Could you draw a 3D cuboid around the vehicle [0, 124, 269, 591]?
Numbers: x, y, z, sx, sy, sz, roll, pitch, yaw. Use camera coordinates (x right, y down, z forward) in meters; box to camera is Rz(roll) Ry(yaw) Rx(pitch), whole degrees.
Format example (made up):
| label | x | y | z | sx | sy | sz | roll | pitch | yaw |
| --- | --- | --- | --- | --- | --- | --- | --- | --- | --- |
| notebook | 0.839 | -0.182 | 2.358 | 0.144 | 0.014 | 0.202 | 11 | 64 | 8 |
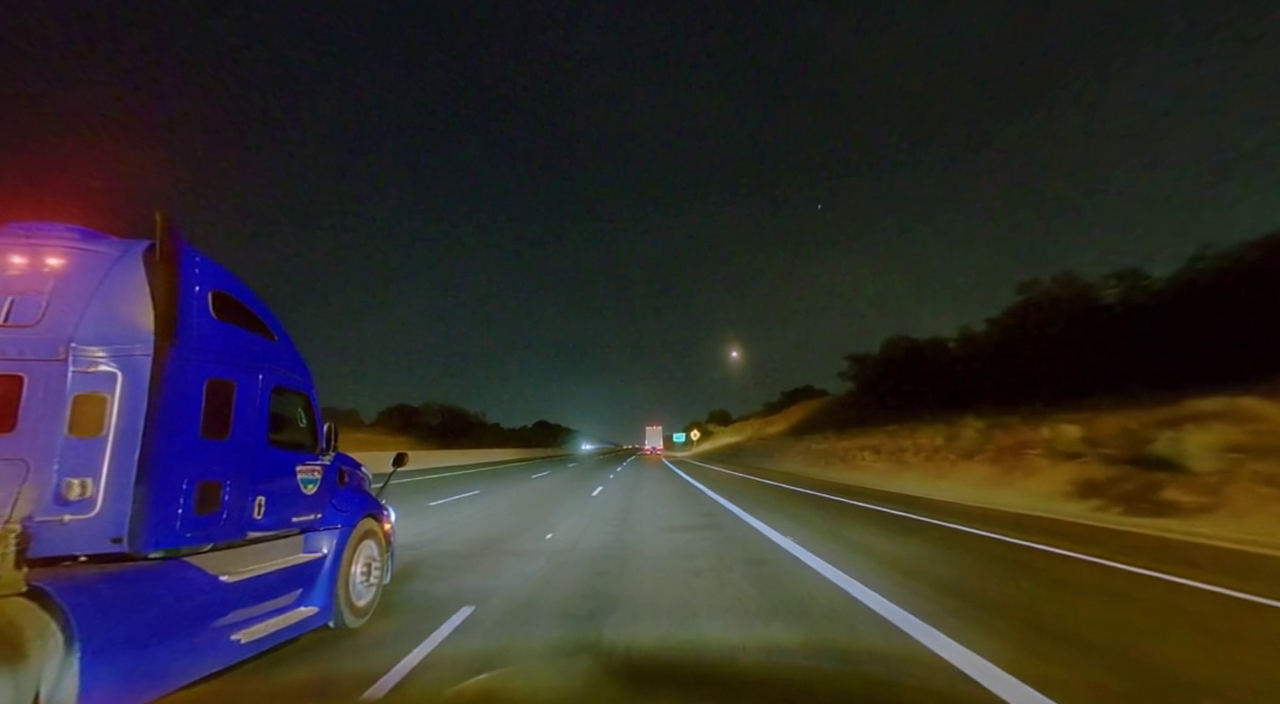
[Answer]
| label | x | y | z | sx | sy | sz | roll | pitch | yaw |
| --- | --- | --- | --- | --- | --- | --- | --- | --- | --- |
| vehicle | -7.006 | -0.083 | 4.583 | 2.996 | 3.947 | 8.600 | 0 | -9 | 2 |
